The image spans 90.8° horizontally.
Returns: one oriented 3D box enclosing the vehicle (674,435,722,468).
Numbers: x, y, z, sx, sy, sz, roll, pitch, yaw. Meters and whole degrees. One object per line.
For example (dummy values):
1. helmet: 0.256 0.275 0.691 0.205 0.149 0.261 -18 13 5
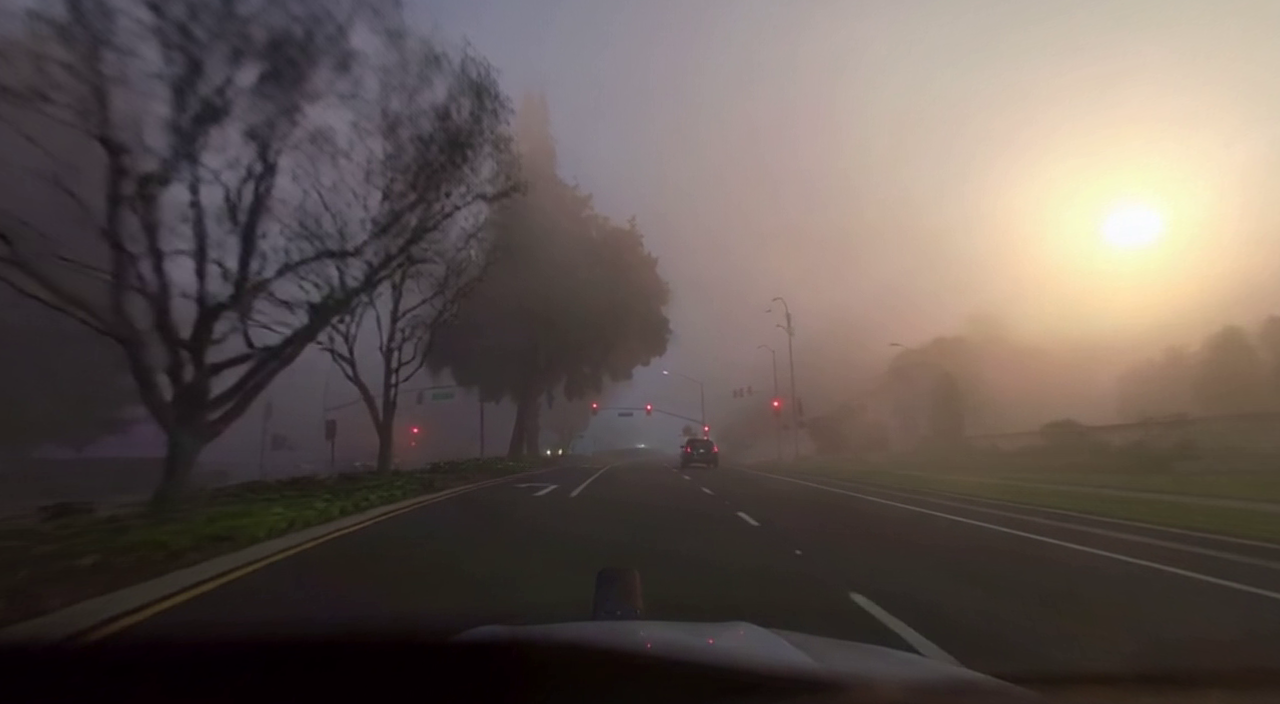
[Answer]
1. vehicle: 3.344 5.901 37.520 2.229 1.795 4.927 0 -9 -2
